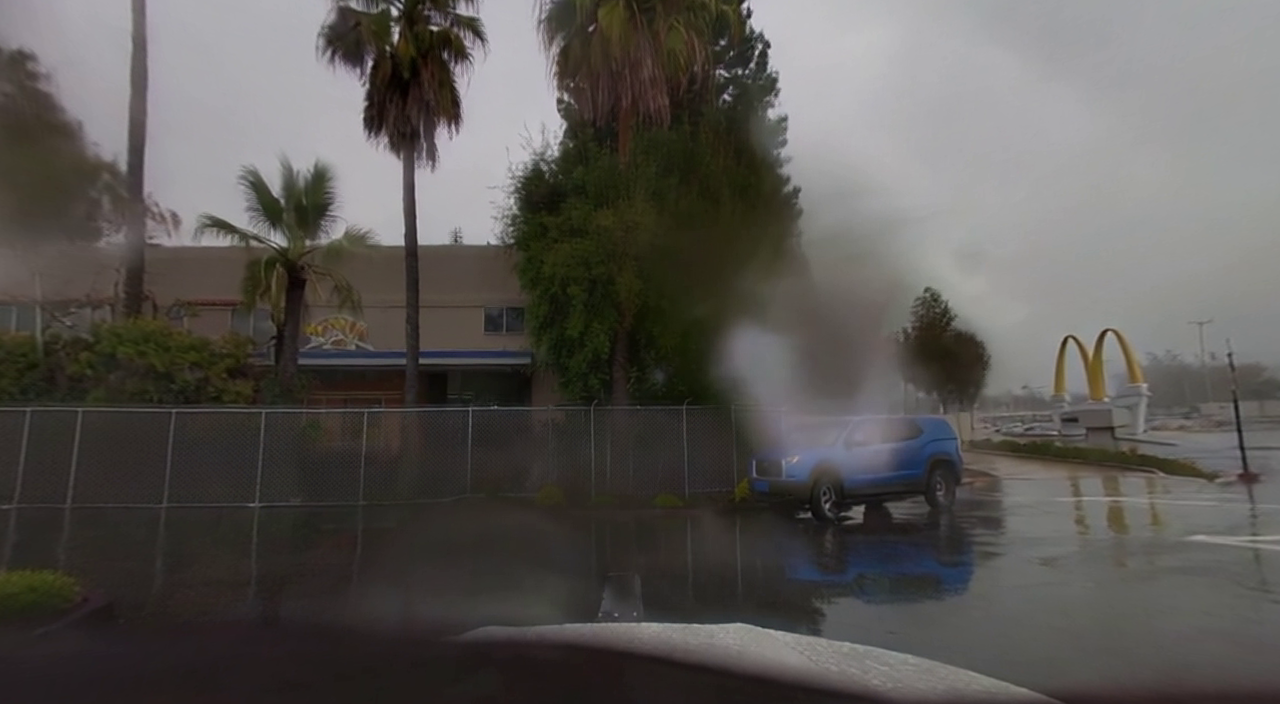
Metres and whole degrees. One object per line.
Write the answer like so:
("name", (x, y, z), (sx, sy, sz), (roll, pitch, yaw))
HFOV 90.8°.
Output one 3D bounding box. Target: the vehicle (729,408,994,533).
("vehicle", (3.952, 1.948, 11.197), (4.365, 1.791, 2.073), (4, -7, -31))
